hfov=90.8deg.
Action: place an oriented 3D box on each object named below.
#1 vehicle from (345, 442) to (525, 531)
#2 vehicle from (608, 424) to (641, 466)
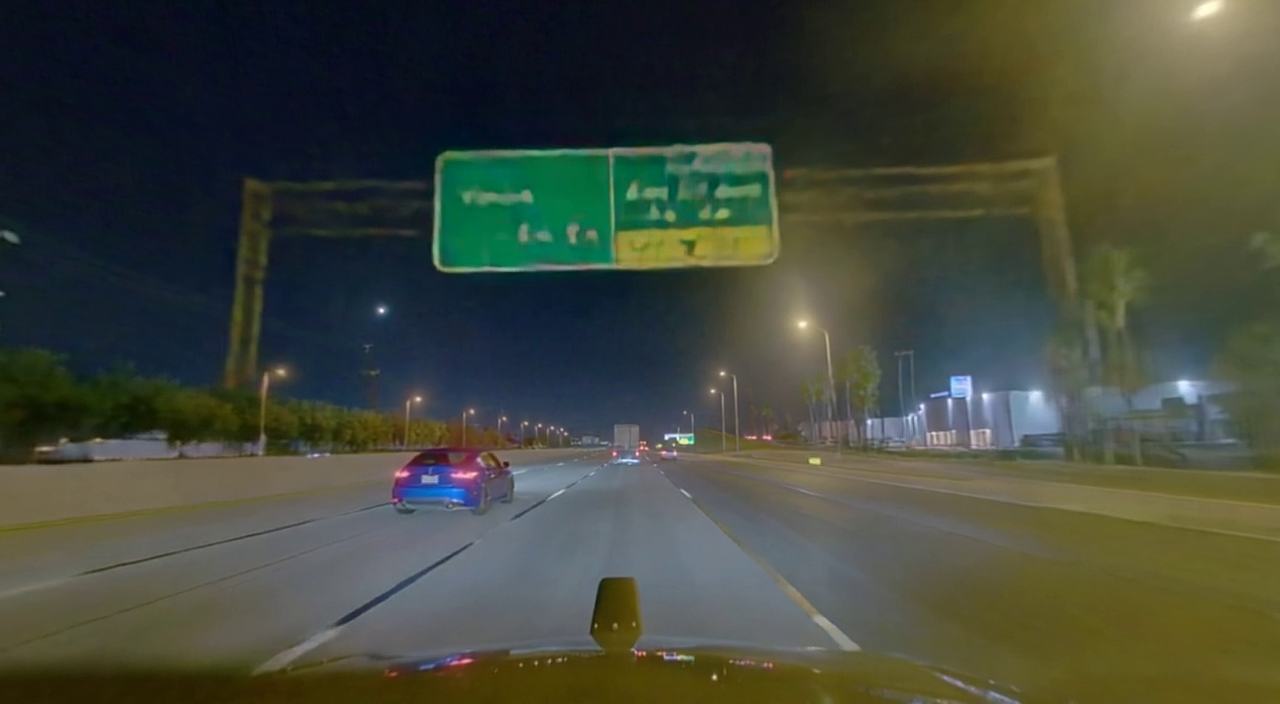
[{"bbox_3d":[-3.778,2.543,12.604,2.097,1.447,4.291,0,-8,1],"label":"vehicle"},{"bbox_3d":[-1.217,7.119,48.246,2.364,2.953,6.495,0,-8,-2],"label":"vehicle"}]
